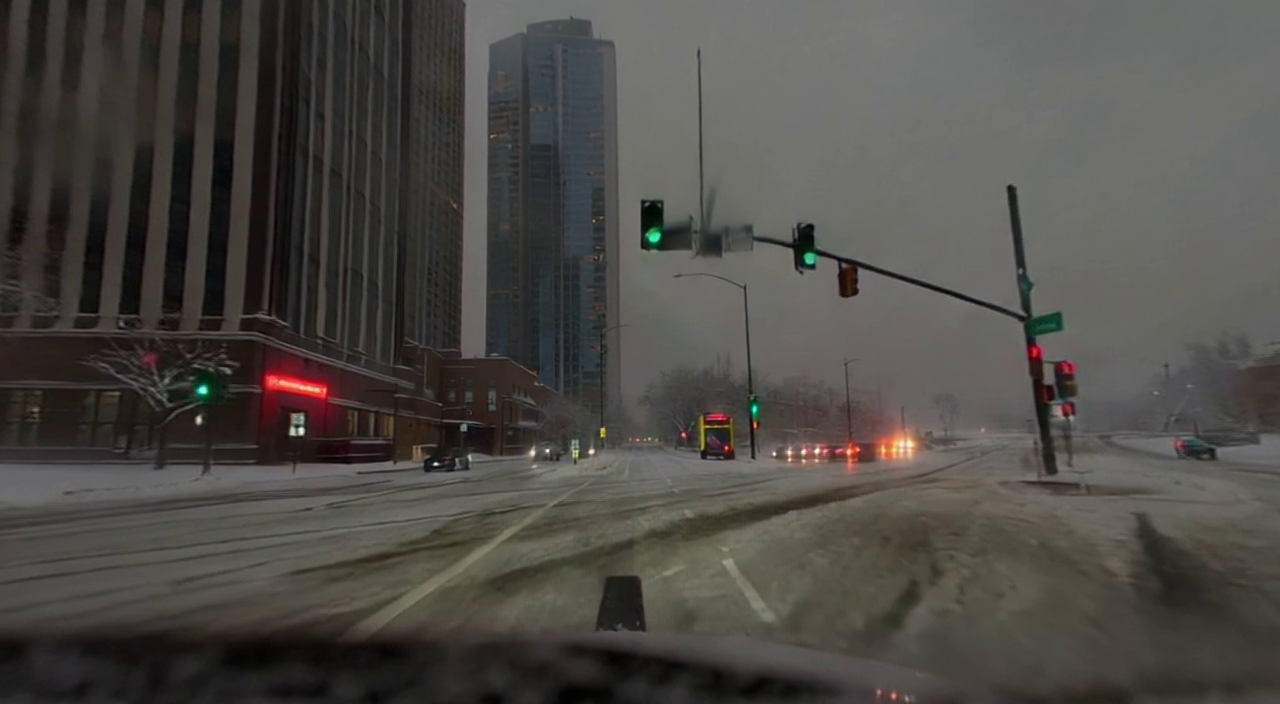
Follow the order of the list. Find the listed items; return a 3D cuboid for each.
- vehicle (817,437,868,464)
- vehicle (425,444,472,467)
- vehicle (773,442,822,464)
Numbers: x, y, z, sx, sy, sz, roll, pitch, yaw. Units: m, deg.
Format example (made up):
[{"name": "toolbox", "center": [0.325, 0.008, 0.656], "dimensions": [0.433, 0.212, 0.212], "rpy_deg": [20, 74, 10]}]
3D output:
[{"name": "vehicle", "center": [14.637, 7.051, 45.387], "dimensions": [2.232, 1.814, 5.285], "rpy_deg": [-5, -10, 31]}, {"name": "vehicle", "center": [-14.909, 8.062, 49.467], "dimensions": [2.161, 1.681, 4.743], "rpy_deg": [0, -8, 1]}, {"name": "vehicle", "center": [11.668, 7.420, 46.510], "dimensions": [2.023, 1.527, 5.016], "rpy_deg": [-5, -10, 31]}]
